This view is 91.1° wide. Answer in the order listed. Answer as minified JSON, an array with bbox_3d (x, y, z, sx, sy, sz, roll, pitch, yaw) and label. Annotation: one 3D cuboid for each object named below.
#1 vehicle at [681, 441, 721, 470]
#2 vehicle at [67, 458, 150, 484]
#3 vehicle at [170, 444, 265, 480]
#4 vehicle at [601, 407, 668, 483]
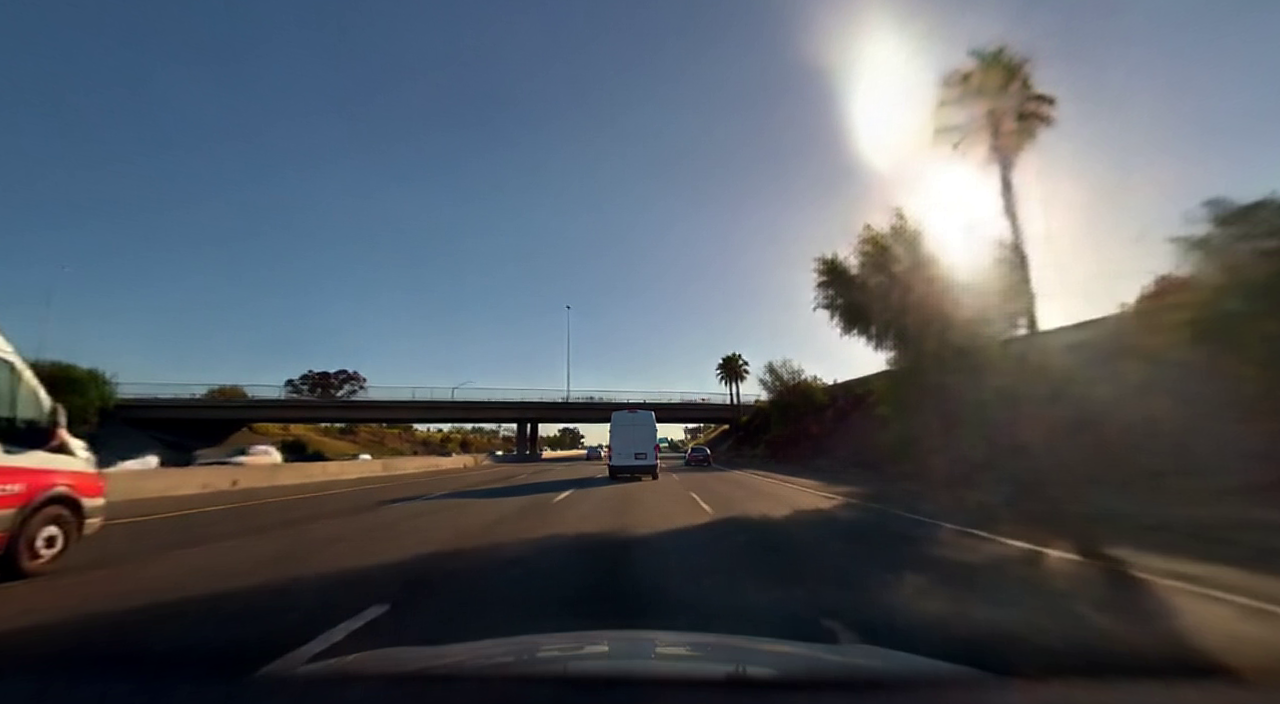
[{"bbox_3d":[3.721,6.394,39.010,1.987,1.648,3.984,0,-9,-1],"label":"vehicle"},{"bbox_3d":[-39.581,8.857,46.916,1.940,1.700,4.823,0,-8,-1],"label":"vehicle"},{"bbox_3d":[-28.659,7.428,42.877,2.265,2.281,5.988,0,-9,0],"label":"vehicle"},{"bbox_3d":[-0.086,3.858,26.016,2.476,2.776,5.598,0,-9,2],"label":"vehicle"}]
